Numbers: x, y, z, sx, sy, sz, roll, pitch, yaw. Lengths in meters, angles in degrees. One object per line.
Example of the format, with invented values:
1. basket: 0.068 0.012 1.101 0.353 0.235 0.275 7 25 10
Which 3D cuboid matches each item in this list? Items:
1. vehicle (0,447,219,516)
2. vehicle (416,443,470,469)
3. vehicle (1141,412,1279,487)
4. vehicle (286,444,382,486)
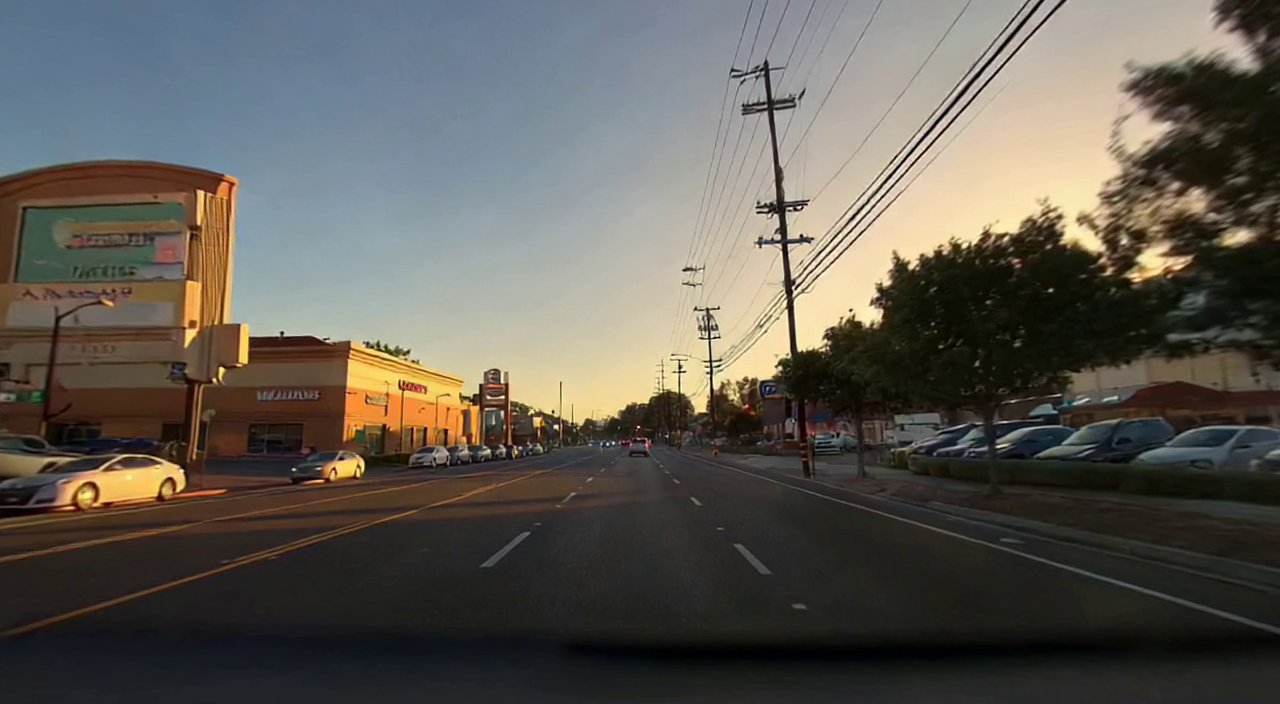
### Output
1. vehicle: -13.499 3.200 16.243 1.921 1.453 5.024 0 -8 0
2. vehicle: -13.614 7.210 43.928 2.014 1.523 5.092 -3 -8 1
3. vehicle: 14.417 2.207 14.403 4.142 1.568 2.103 0 -8 2
4. vehicle: -13.628 5.022 28.487 1.955 1.549 5.009 -2 -8 -1
